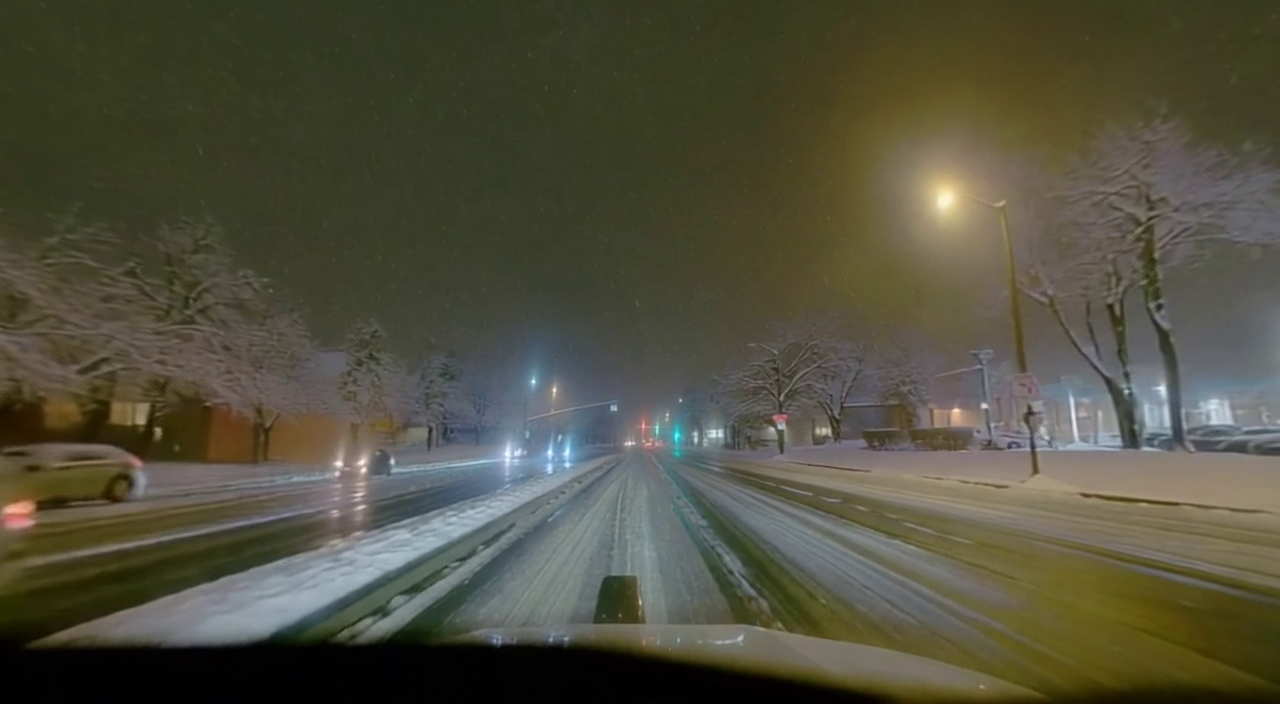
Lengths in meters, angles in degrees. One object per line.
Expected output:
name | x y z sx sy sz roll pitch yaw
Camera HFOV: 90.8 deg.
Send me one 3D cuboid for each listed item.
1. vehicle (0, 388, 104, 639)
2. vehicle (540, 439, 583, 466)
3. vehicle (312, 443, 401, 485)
vehicle | -5.592 0.920 2.945 2.129 1.748 4.555 0 -8 0
vehicle | -5.180 6.705 42.168 2.177 1.684 4.418 -1 -8 2
vehicle | -12.850 5.061 28.925 1.971 1.719 4.285 0 -8 1
